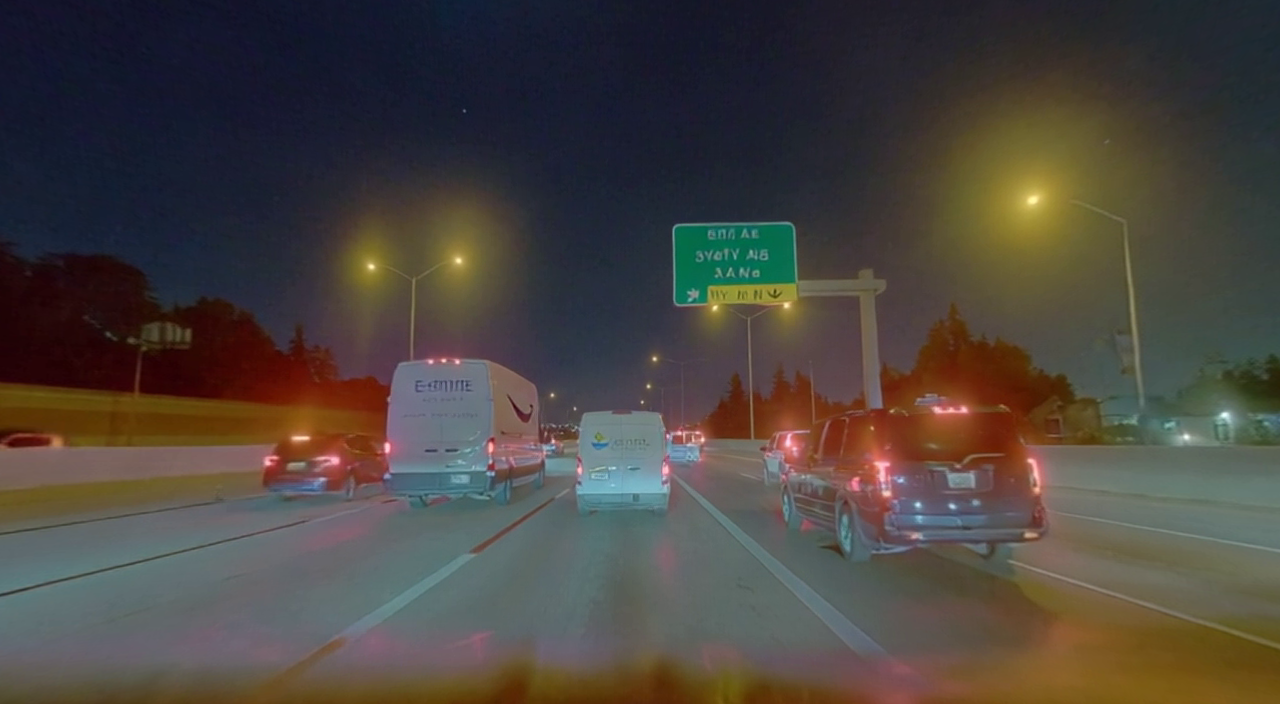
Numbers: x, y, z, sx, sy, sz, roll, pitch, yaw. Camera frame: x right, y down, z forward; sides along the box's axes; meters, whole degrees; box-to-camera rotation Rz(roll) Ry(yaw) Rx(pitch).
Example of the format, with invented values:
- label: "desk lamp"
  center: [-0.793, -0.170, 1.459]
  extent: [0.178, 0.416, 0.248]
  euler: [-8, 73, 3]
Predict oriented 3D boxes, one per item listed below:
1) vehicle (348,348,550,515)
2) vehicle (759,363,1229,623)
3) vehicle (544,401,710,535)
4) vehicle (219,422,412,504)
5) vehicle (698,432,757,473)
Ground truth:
- label: "vehicle"
  center: [-3.724, 1.831, 14.122]
  extent: [2.415, 2.821, 6.636]
  euler: [0, -8, 0]
- label: "vehicle"
  center: [3.086, 1.411, 7.254]
  extent: [2.341, 1.890, 5.144]
  euler: [1, -8, -1]
- label: "vehicle"
  center: [-0.167, 1.929, 10.954]
  extent: [2.287, 1.823, 4.369]
  euler: [0, -8, 0]
- label: "vehicle"
  center: [-7.237, 2.525, 14.752]
  extent: [2.031, 1.583, 4.646]
  euler: [0, -8, 0]
- label: "vehicle"
  center: [3.920, 4.603, 28.957]
  extent: [2.064, 1.720, 4.416]
  euler: [0, -8, 0]
